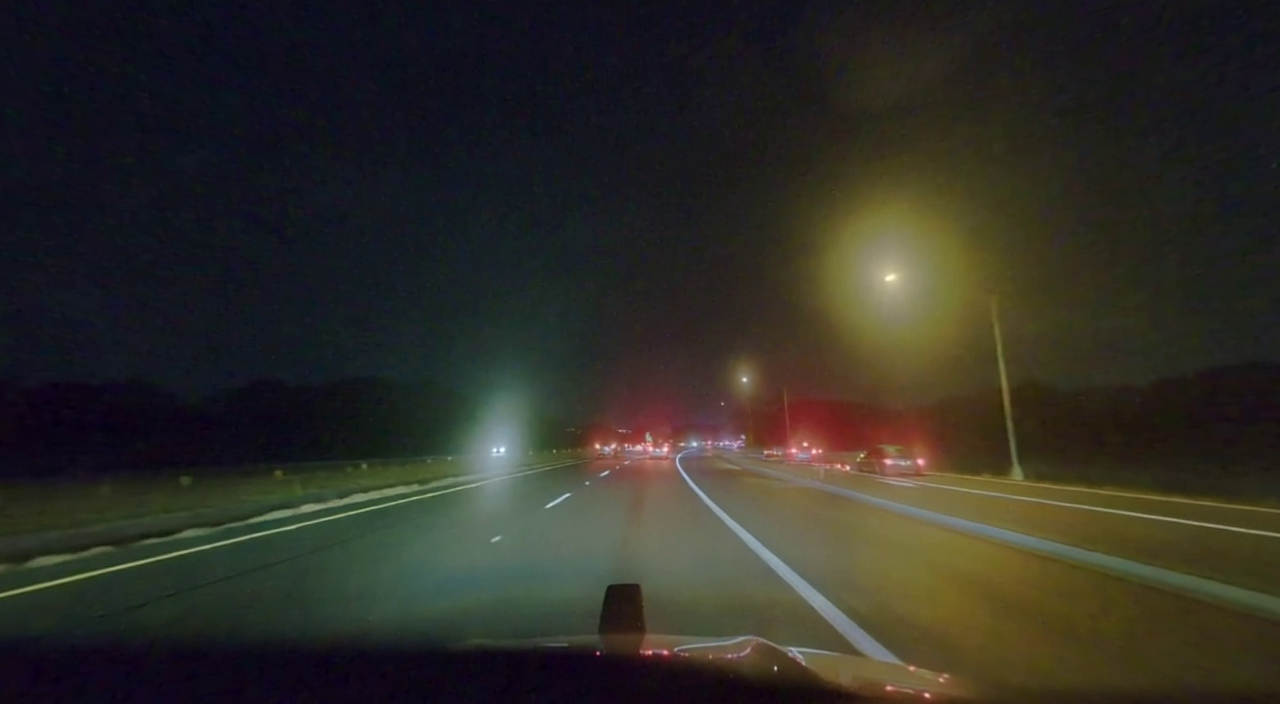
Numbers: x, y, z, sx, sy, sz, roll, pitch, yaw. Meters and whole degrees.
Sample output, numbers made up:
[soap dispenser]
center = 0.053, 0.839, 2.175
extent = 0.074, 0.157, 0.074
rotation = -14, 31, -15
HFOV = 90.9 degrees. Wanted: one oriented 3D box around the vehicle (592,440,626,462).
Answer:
[vehicle]
center = -2.227, 7.352, 46.836
extent = 2.040, 1.553, 4.199
rotation = -1, -8, 4
